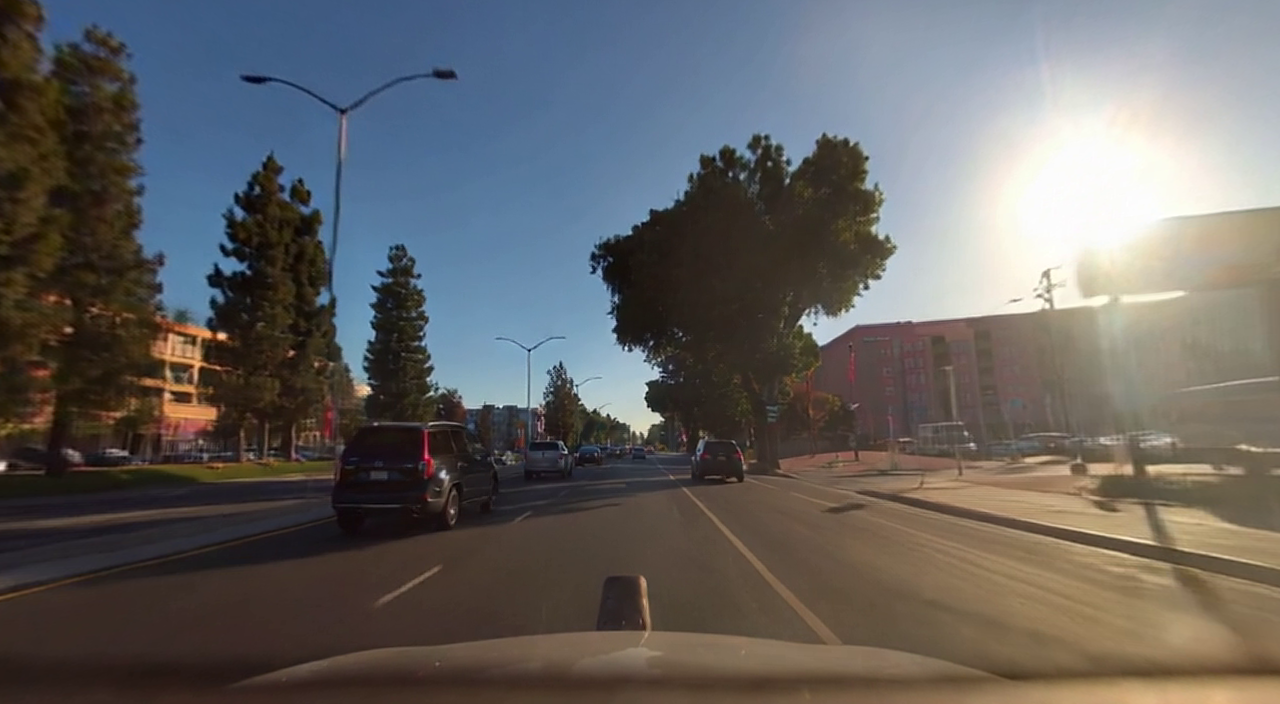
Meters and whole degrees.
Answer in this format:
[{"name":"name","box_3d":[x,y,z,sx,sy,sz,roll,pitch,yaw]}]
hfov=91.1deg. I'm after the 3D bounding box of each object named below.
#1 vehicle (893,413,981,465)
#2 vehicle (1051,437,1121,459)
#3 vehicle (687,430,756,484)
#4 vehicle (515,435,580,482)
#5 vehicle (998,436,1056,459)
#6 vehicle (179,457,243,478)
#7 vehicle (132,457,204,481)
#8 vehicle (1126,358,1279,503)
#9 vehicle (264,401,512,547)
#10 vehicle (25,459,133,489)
[{"name":"vehicle","box_3d":[21.745,6.480,46.426,2.758,3.509,7.034,0,-9,-2]},{"name":"vehicle","box_3d":[30.638,6.613,43.259,1.735,1.478,4.040,0,-9,-2]},{"name":"vehicle","box_3d":[3.082,4.081,24.673,2.024,1.921,4.431,0,-9,-1]},{"name":"vehicle","box_3d":[-3.773,4.424,26.364,2.014,1.775,4.404,0,-9,1]},{"name":"vehicle","box_3d":[30.108,7.450,48.981,1.830,1.651,3.967,0,-8,-2]},{"name":"vehicle","box_3d":[-31.164,8.403,45.650,3.686,1.382,1.629,6,-11,-36]},{"name":"vehicle","box_3d":[-31.251,7.732,41.684,3.607,1.428,1.639,6,-10,-33]},{"name":"vehicle","box_3d":[15.753,1.792,14.287,2.642,3.252,8.515,0,-8,1]},{"name":"vehicle","box_3d":[-3.852,1.982,10.818,2.210,1.925,4.838,0,-9,0]},{"name":"vehicle","box_3d":[-31.111,6.734,35.004,4.266,1.457,1.832,7,-11,-39]}]
